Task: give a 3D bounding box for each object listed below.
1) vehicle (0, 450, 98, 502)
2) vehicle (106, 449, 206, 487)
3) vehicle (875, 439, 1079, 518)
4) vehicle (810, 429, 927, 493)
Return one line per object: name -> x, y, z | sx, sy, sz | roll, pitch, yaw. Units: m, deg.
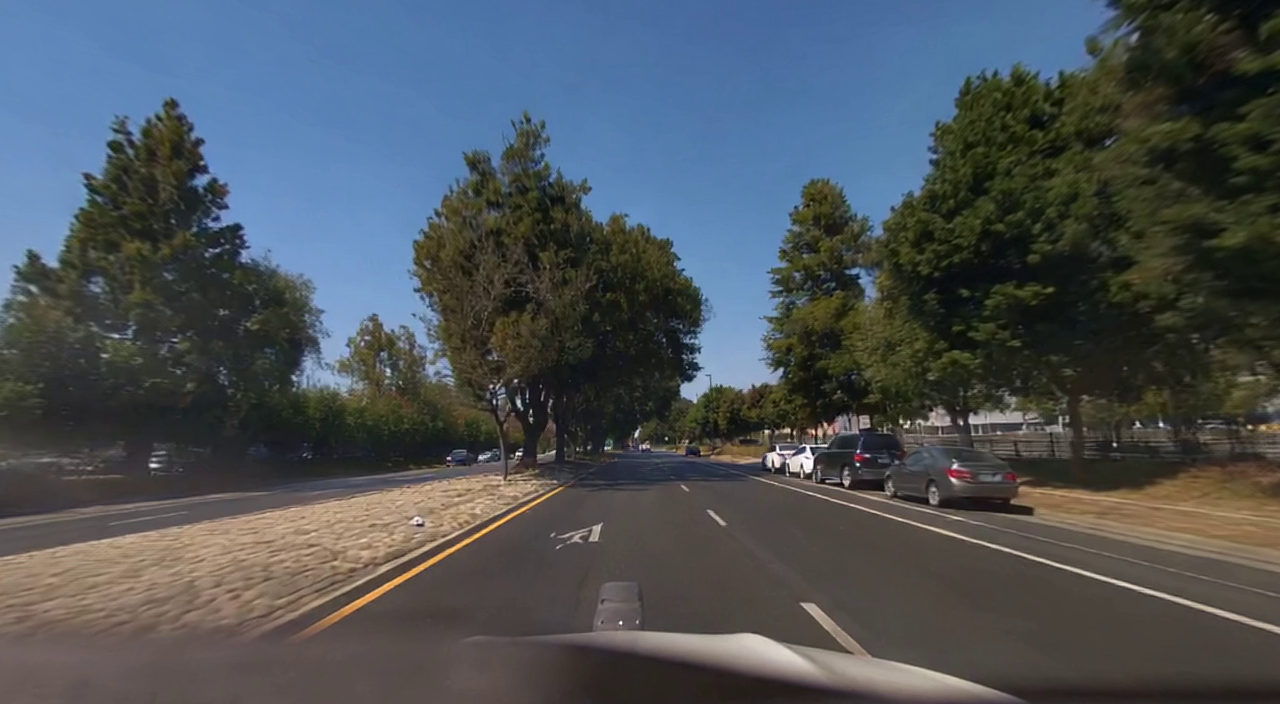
vehicle -> -25.584, 5.130, 25.914 | 4.699, 1.866, 2.179 | -3, -8, -2
vehicle -> -27.720, 6.614, 36.476 | 2.180, 1.915, 5.140 | 1, -8, -7
vehicle -> 7.334, 2.778, 14.460 | 1.975, 1.479, 4.632 | 0, -8, -2
vehicle -> 7.343, 3.545, 20.898 | 1.998, 1.873, 4.659 | 0, -8, -1
